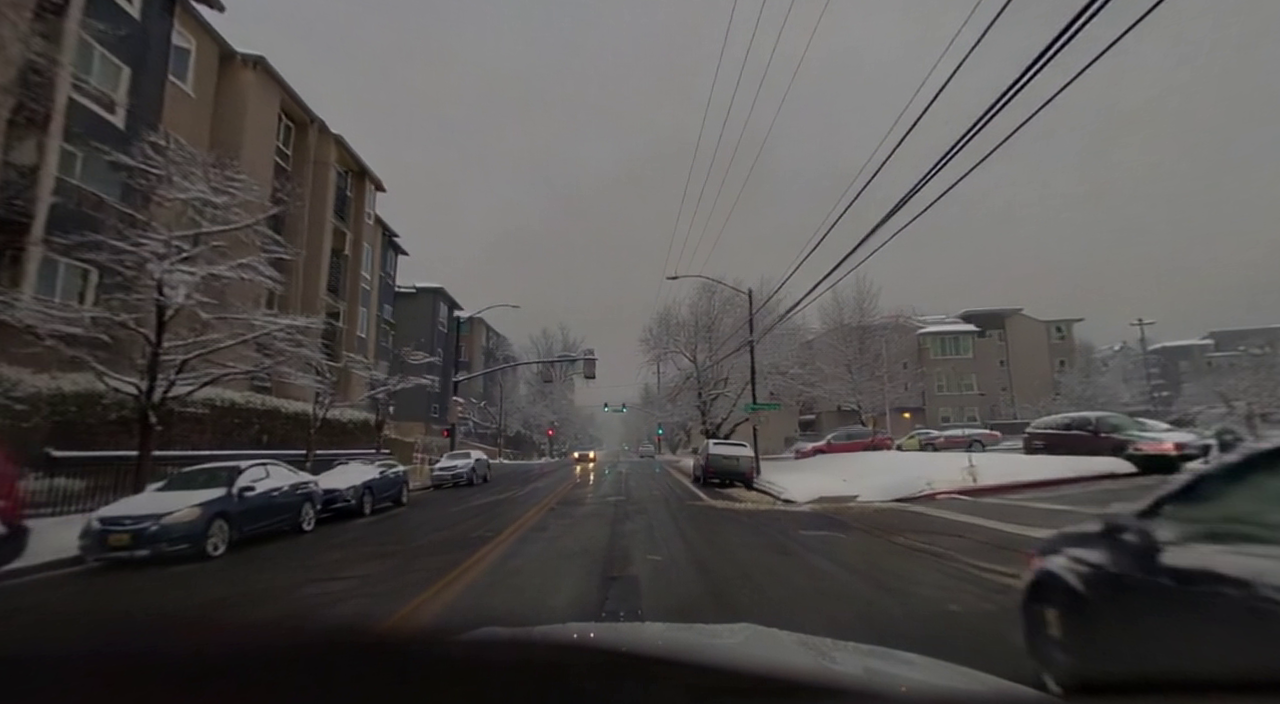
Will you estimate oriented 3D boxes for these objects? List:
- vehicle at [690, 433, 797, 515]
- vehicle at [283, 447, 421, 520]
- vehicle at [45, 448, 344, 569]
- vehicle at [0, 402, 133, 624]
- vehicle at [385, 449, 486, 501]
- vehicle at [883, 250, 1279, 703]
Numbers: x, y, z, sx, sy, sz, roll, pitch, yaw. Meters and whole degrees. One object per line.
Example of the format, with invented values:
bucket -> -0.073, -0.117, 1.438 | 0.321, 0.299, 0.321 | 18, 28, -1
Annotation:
vehicle -> 2.700, 3.263, 17.729 | 2.034, 1.689, 4.978 | 0, -4, -2
vehicle -> -6.868, 3.118, 15.525 | 1.713, 1.531, 3.685 | 0, -8, -2
vehicle -> -6.603, 2.296, 10.129 | 1.789, 1.462, 4.313 | 0, -8, -3
vehicle -> -6.272, 1.191, 4.225 | 1.993, 1.817, 4.619 | 0, -8, -2
vehicle -> -6.609, 3.988, 21.008 | 1.934, 1.484, 4.630 | 0, -8, -2
vehicle -> 2.922, 0.698, 2.090 | 2.408, 1.815, 4.462 | 0, -8, 0
